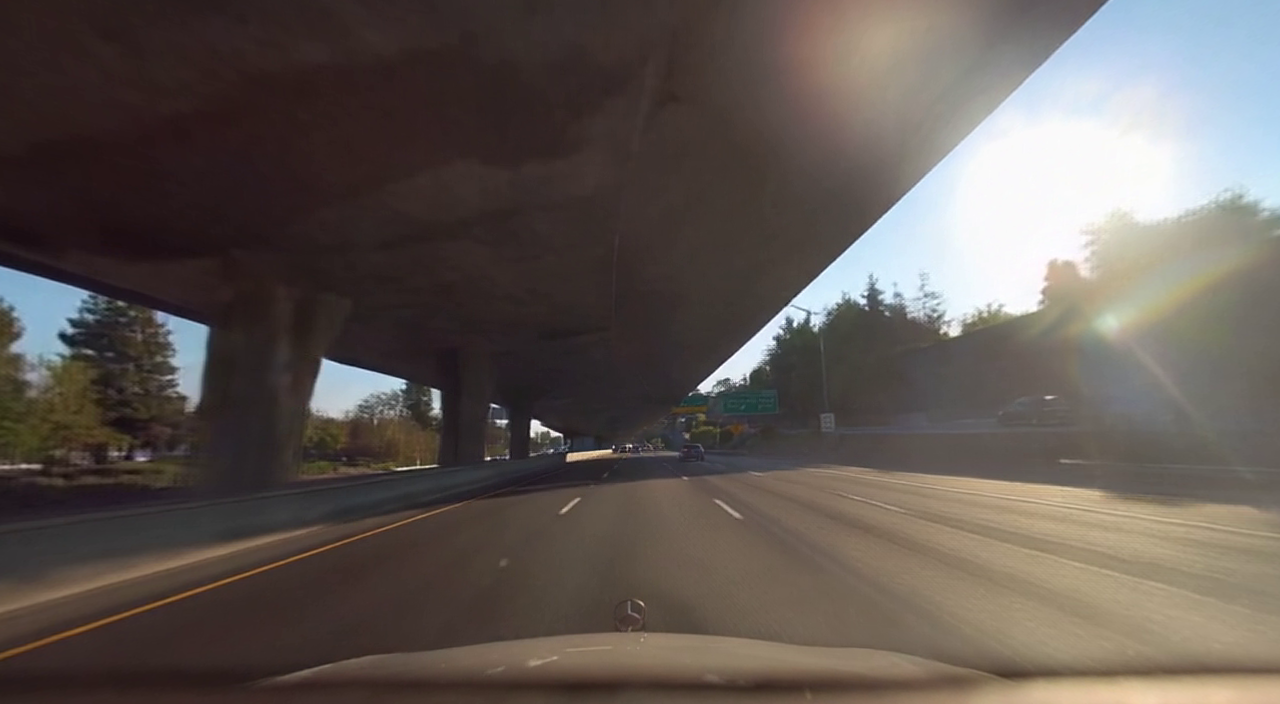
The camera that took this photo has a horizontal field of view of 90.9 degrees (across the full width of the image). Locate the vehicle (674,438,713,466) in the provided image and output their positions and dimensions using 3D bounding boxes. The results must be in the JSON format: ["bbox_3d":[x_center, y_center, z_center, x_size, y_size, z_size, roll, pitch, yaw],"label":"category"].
[{"bbox_3d":[3.471,6.606,41.759,2.099,1.748,4.331,0,-8,-2],"label":"vehicle"}]

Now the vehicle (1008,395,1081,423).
[{"bbox_3d":[25.722,3.671,40.253,1.887,1.537,3.996,0,-8,-1],"label":"vehicle"}]
